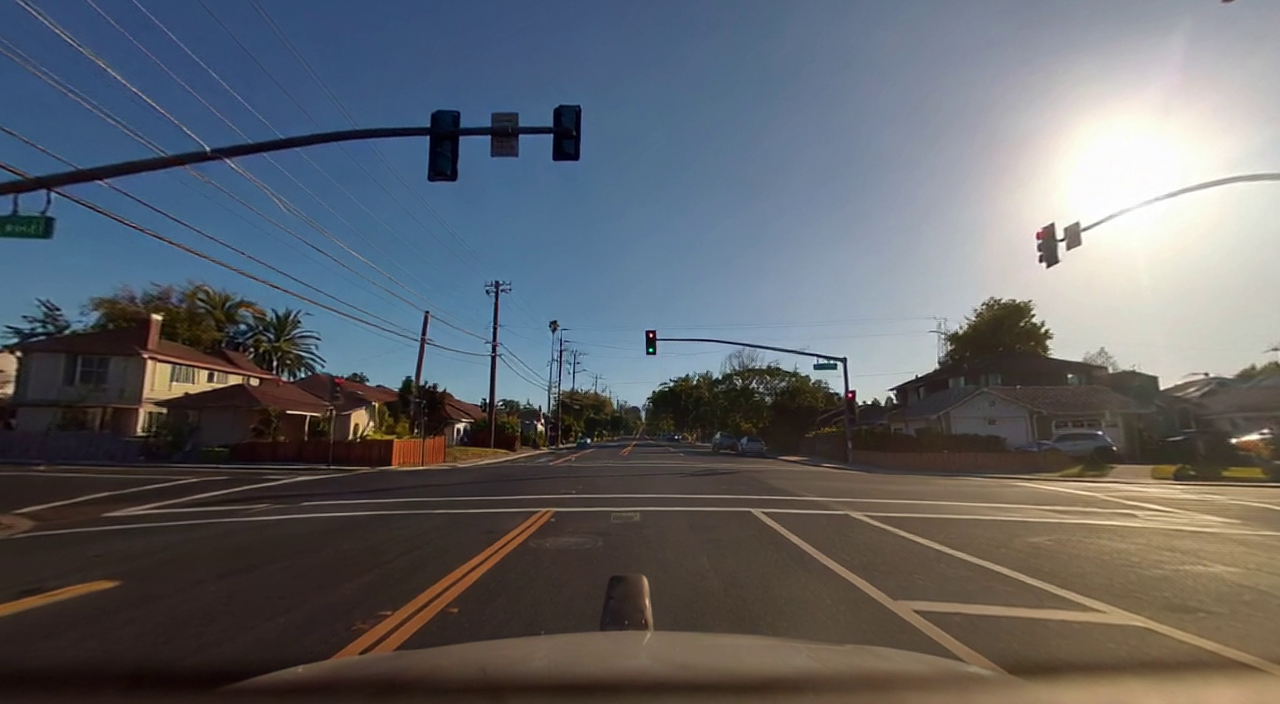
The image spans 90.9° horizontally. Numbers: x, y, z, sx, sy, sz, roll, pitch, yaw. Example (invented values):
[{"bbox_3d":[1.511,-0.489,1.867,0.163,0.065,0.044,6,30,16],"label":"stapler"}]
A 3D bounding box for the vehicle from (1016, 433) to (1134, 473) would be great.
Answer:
[{"bbox_3d":[22.864,5.301,33.417,2.030,1.927,4.853,2,-9,-14],"label":"vehicle"}]
